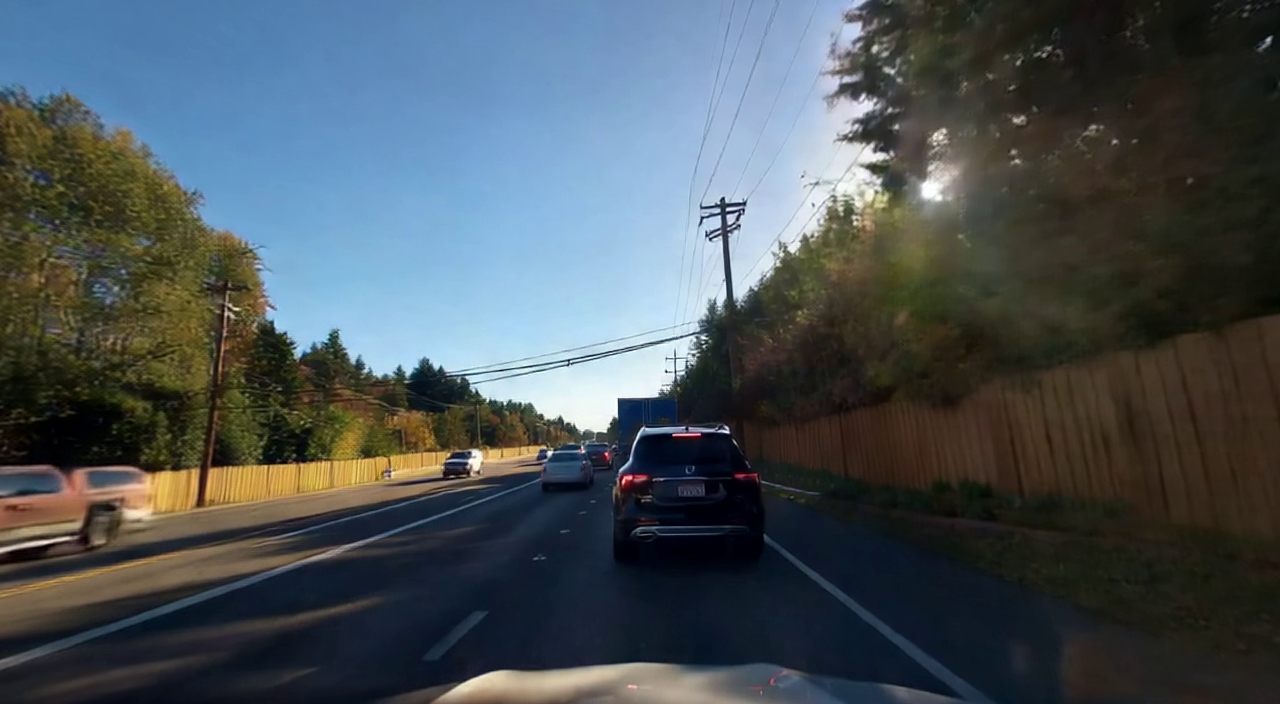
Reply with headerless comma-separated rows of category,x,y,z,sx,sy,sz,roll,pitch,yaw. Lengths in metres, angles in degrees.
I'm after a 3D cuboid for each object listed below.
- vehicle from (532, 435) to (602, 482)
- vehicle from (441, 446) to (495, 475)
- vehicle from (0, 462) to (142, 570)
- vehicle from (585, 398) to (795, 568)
vehicle,-2.707,4.069,24.301,2.037,1.639,4.213,0,-9,2
vehicle,-11.741,7.406,43.366,2.187,1.863,5.152,0,-9,1
vehicle,-11.421,2.855,11.203,1.893,1.662,3.966,0,-9,-1
vehicle,0.487,1.671,8.686,2.174,1.749,4.113,0,-9,-1
